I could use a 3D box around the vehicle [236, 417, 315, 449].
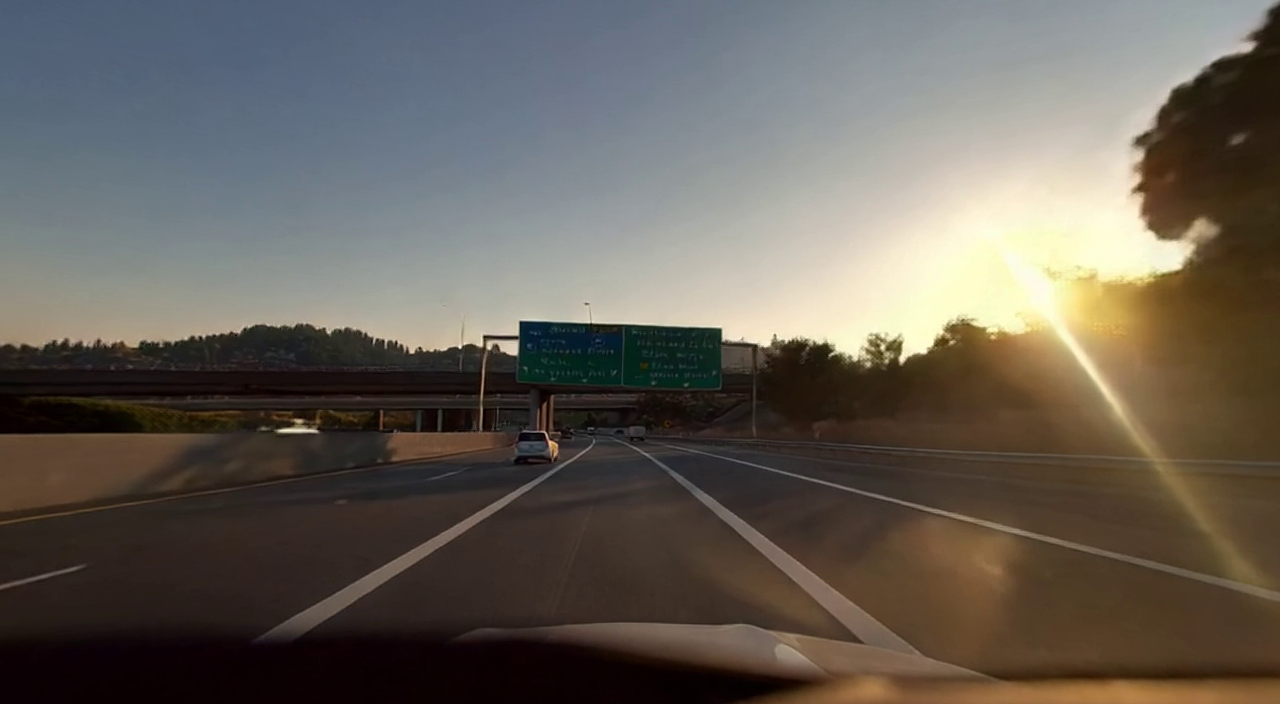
[{"bbox_3d":[-21.475,4.835,37.295,1.923,1.737,4.698,1,-8,-2],"label":"vehicle"}]

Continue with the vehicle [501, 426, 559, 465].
[{"bbox_3d":[-4.634,4.008,27.122,1.878,1.548,3.966,0,-8,-1],"label":"vehicle"}]
